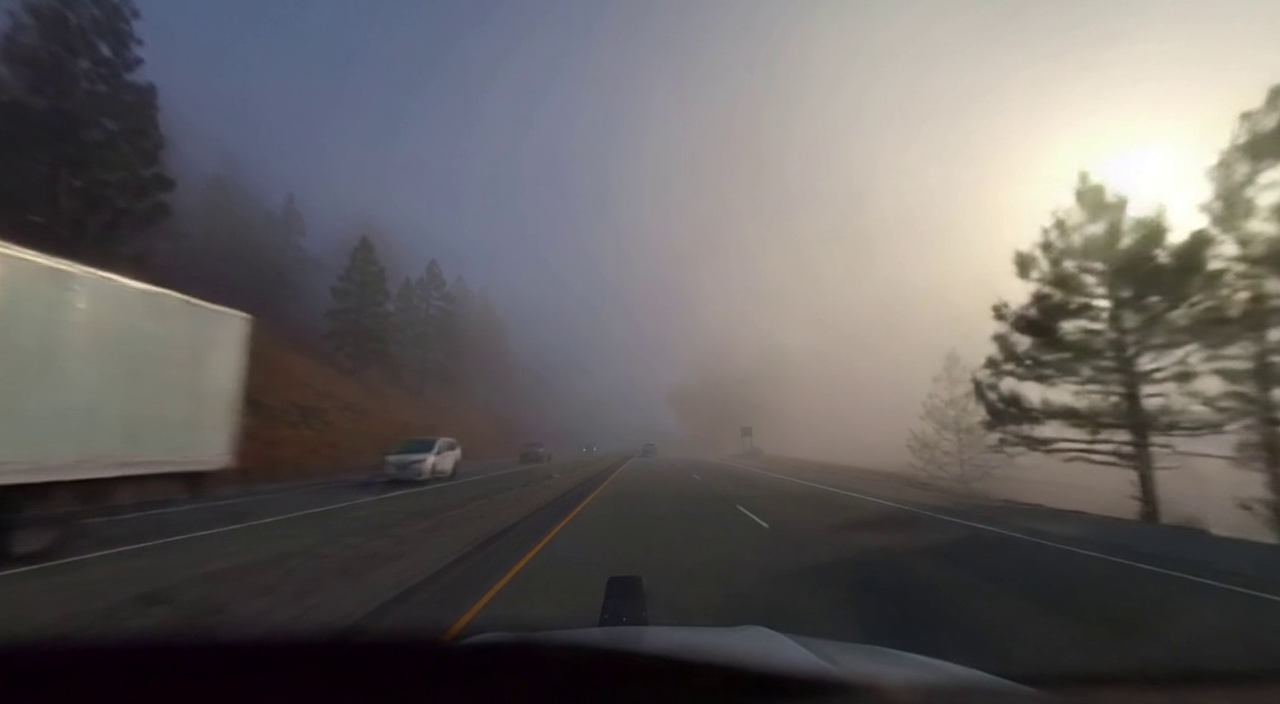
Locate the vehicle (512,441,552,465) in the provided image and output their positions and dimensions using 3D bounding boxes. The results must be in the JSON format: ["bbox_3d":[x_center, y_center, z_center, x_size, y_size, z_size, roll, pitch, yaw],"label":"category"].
[{"bbox_3d":[-8.167,7.654,47.922,2.113,1.697,4.718,0,-8,1],"label":"vehicle"}]

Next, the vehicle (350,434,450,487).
[{"bbox_3d":[-9.273,4.204,24.838,2.034,1.864,4.688,0,-8,1],"label":"vehicle"}]
